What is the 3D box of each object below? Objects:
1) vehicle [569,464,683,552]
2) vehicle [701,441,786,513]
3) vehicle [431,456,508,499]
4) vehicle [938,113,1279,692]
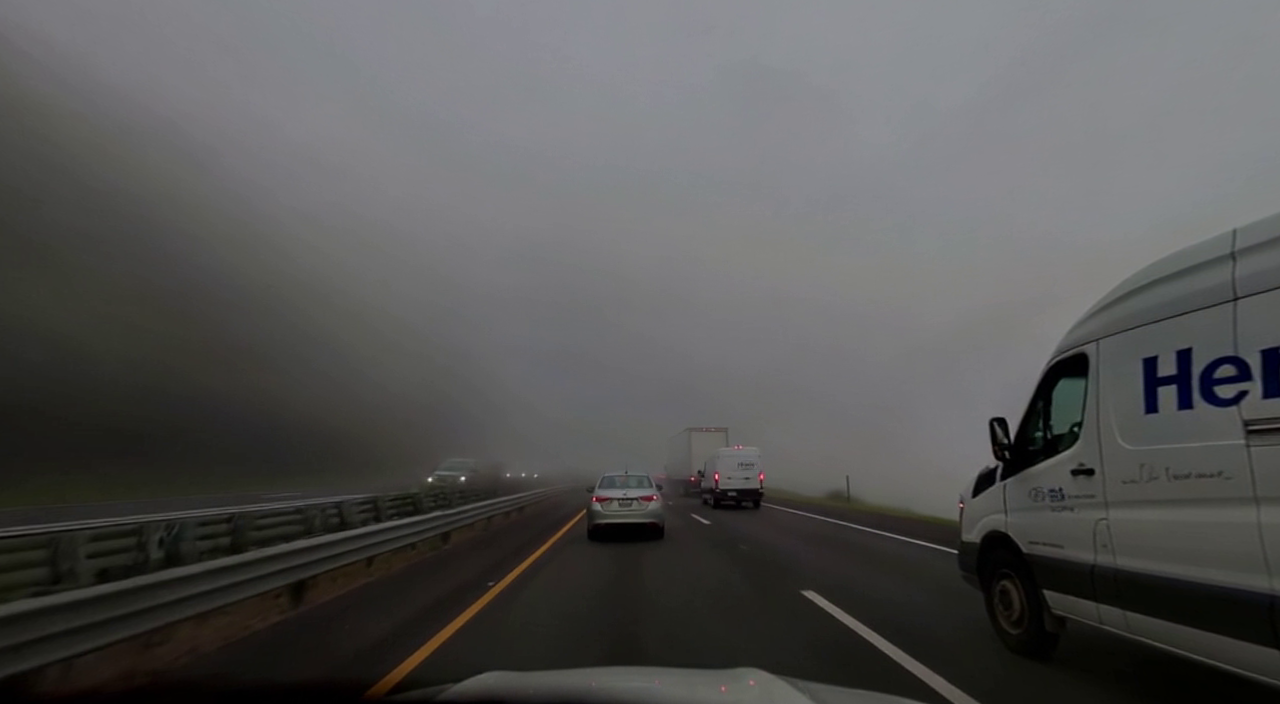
[{"bbox_3d":[-0.252,3.046,12.758,1.980,1.493,3.410,1,-11,-1],"label":"vehicle"},{"bbox_3d":[4.003,5.010,25.436,2.328,2.537,5.290,1,-11,-2],"label":"vehicle"},{"bbox_3d":[-6.834,5.096,25.711,2.012,1.601,4.042,1,-11,0],"label":"vehicle"},{"bbox_3d":[5.627,0.315,3.992,2.890,3.726,9.269,1,-11,0],"label":"vehicle"}]
